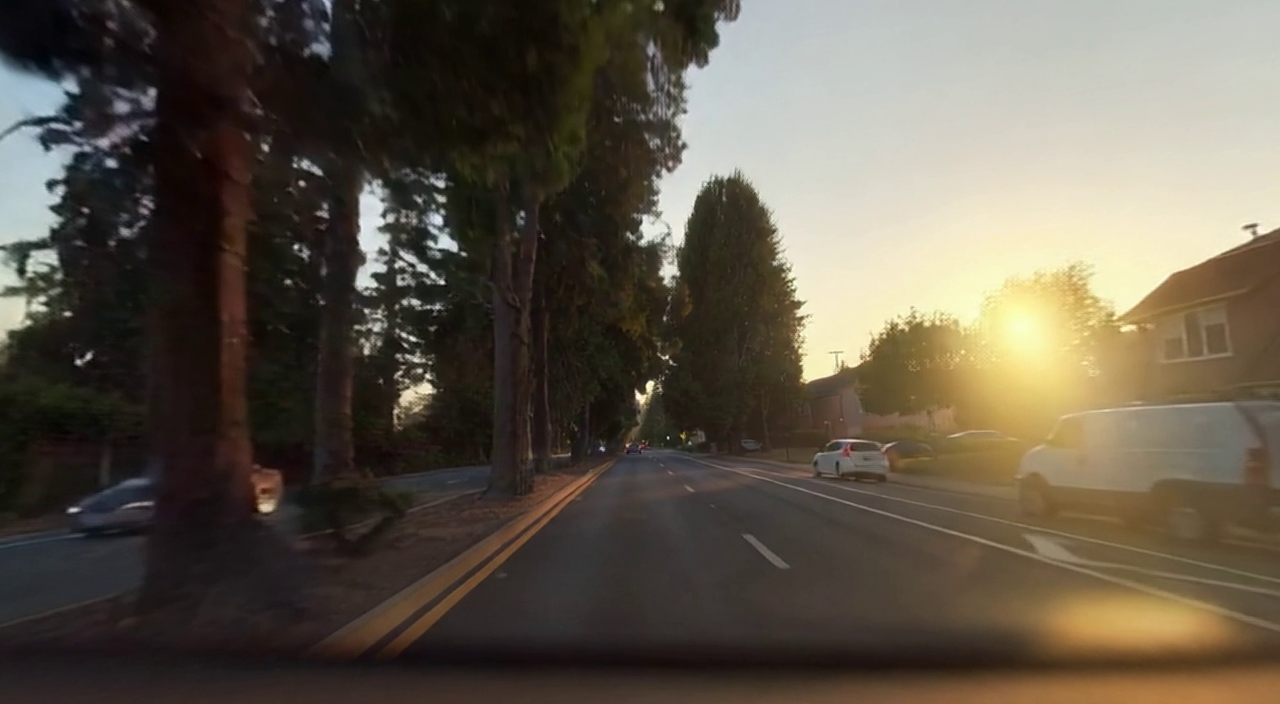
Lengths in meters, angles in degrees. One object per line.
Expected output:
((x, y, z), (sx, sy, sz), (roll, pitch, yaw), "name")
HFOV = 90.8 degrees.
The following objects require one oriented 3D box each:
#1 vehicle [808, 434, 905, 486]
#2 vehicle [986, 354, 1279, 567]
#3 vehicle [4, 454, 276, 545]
((7.357, 3.704, 21.945), (1.965, 1.623, 4.096), (0, -8, 1), "vehicle")
((7.469, 1.399, 8.471), (2.278, 2.079, 5.861), (0, -8, 0), "vehicle")
((-9.720, 2.853, 12.913), (1.910, 1.452, 4.447), (0, -8, 0), "vehicle")
